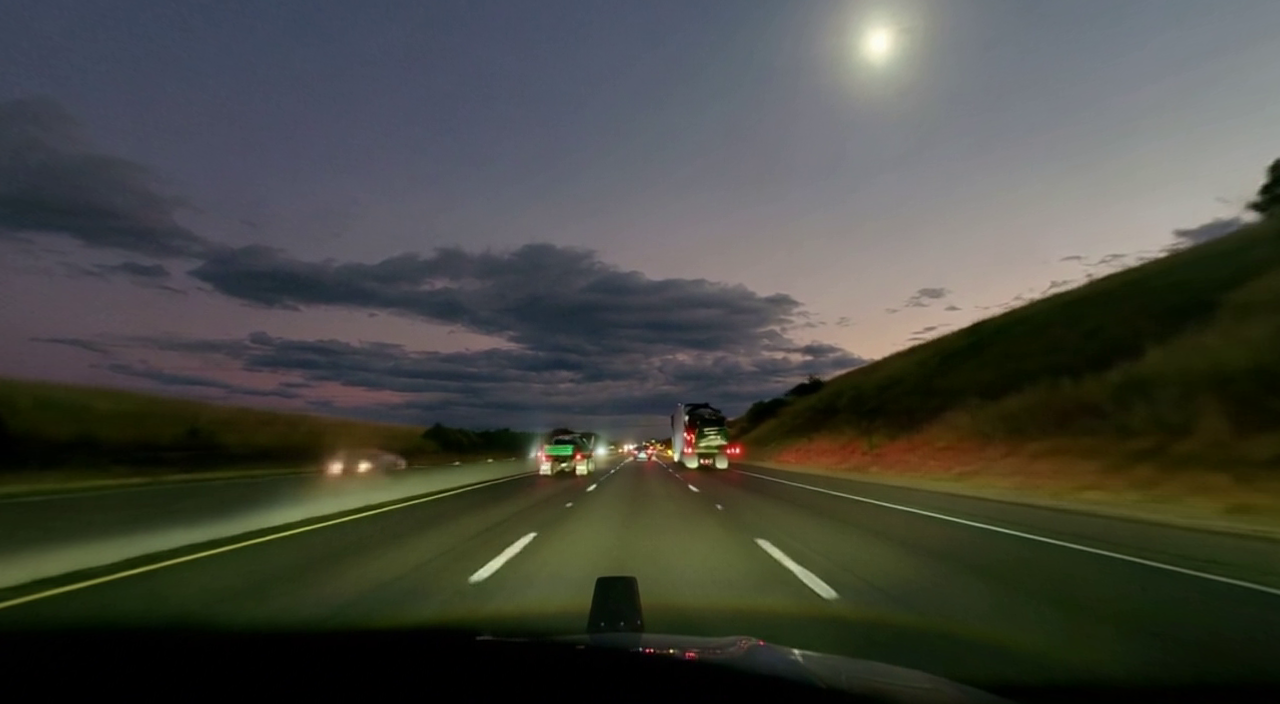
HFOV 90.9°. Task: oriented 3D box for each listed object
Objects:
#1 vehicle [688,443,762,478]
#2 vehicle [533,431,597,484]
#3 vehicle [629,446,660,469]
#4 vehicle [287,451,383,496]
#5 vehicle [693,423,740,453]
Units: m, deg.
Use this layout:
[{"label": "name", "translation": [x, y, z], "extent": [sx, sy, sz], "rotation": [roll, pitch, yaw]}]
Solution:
[{"label": "vehicle", "translation": [4.228, 5.679, 33.481], "extent": [2.654, 1.574, 9.537], "rotation": [0, -9, 0]}, {"label": "vehicle", "translation": [-3.097, 4.515, 27.094], "extent": [2.142, 2.044, 4.446], "rotation": [0, -9, 1]}, {"label": "vehicle", "translation": [0.288, 7.422, 44.311], "extent": [2.086, 1.497, 3.681], "rotation": [0, -9, 0]}, {"label": "vehicle", "translation": [-12.471, 4.939, 26.079], "extent": [1.738, 1.676, 4.144], "rotation": [0, -9, 2]}, {"label": "vehicle", "translation": [4.121, 4.759, 34.682], "extent": [1.968, 1.547, 4.215], "rotation": [0, -9, -1]}]
